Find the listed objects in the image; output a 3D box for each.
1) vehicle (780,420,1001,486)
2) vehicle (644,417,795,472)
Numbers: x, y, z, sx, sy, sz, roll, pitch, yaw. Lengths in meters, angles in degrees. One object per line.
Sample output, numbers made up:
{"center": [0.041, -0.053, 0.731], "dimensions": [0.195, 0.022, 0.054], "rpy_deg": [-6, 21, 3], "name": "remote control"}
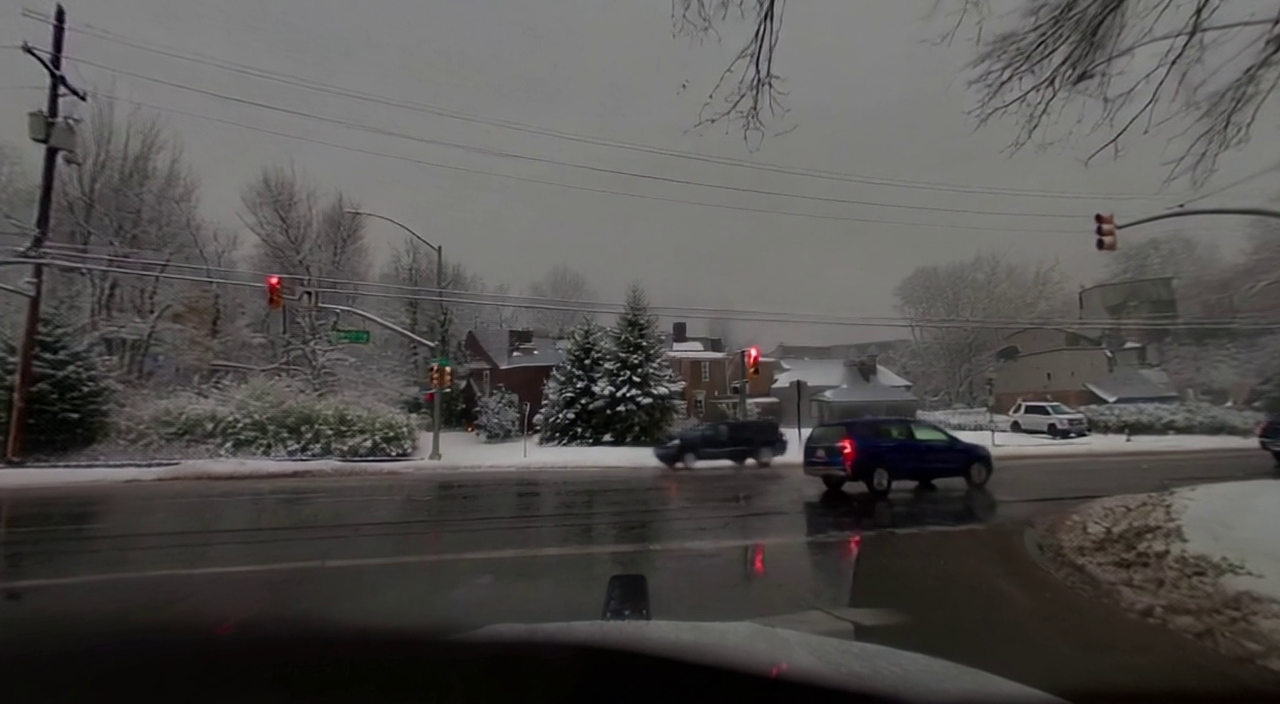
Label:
{"center": [6.082, 2.456, 15.493], "dimensions": [4.757, 1.442, 1.858], "rpy_deg": [2, -9, -13], "name": "vehicle"}
{"center": [2.812, 3.319, 22.661], "dimensions": [4.966, 1.806, 2.007], "rpy_deg": [2, -9, -15], "name": "vehicle"}
